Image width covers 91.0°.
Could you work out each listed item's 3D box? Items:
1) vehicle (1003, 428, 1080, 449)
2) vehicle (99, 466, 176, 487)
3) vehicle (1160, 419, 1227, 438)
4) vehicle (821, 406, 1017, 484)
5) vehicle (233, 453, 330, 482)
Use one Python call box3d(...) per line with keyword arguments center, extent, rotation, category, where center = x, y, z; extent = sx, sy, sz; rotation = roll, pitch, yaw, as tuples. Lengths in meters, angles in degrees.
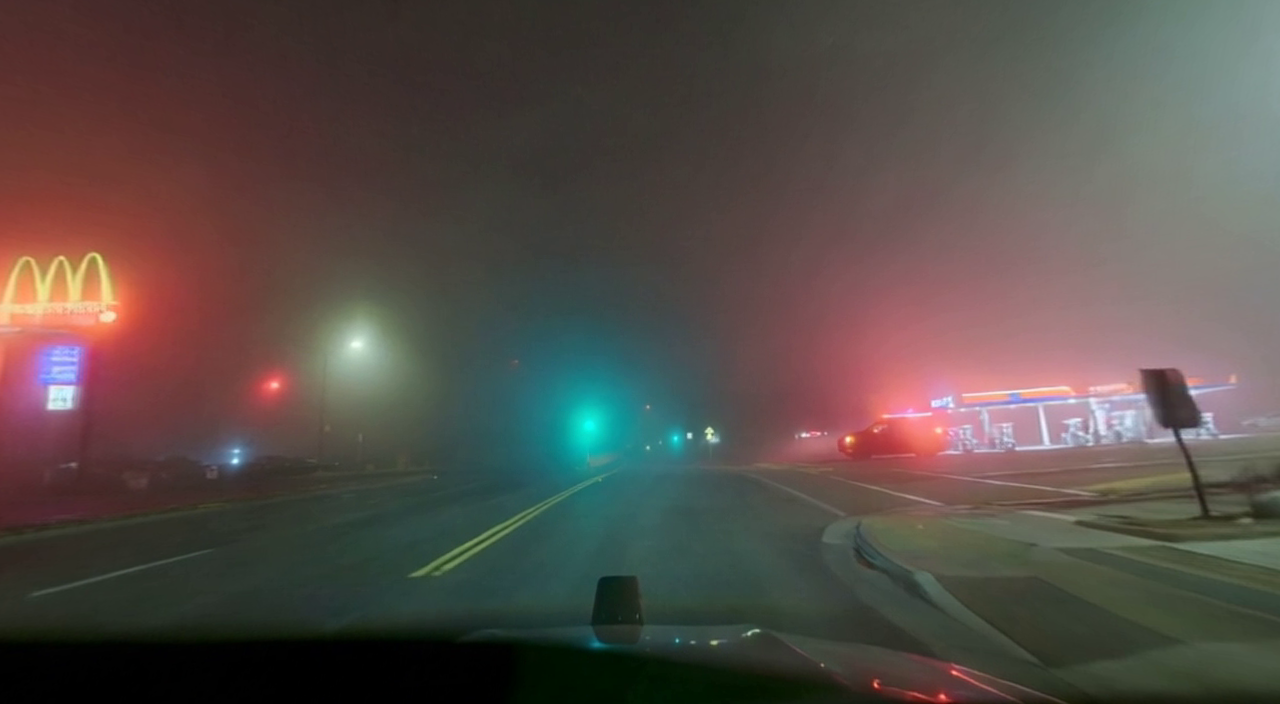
box3d(center=(29.943, 6.454, 47.031), extent=(4.363, 1.503, 1.989), rotation=(0, -8, 3), category="vehicle")
box3d(center=(-38.427, 9.514, 48.213), extent=(4.290, 1.475, 1.742), rotation=(0, -8, -3), category="vehicle")
box3d(center=(43.766, 6.098, 49.809), extent=(3.739, 1.451, 1.647), rotation=(0, -8, 0), category="vehicle")
box3d(center=(8.031, 2.736, 18.517), extent=(4.640, 1.800, 2.026), rotation=(-5, -9, 1), category="vehicle")
box3d(center=(-25.937, 8.378, 45.637), extent=(5.803, 1.632, 2.173), rotation=(-4, -7, 3), category="vehicle")
